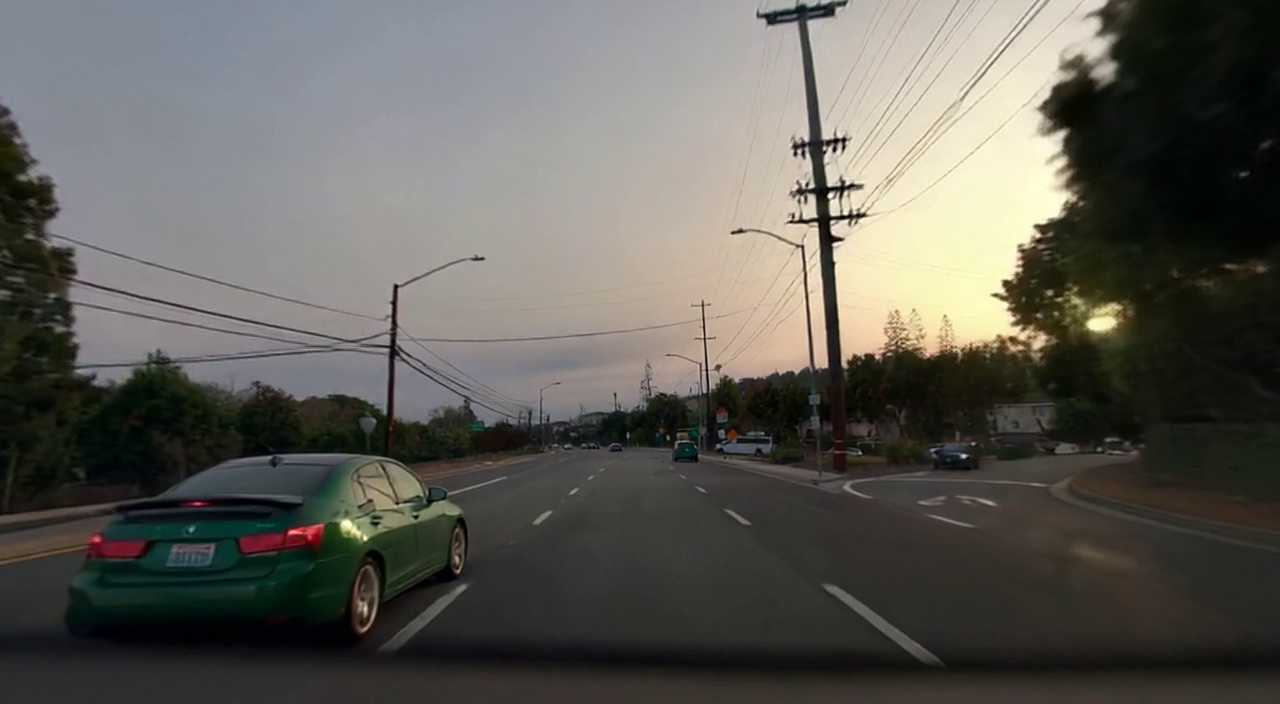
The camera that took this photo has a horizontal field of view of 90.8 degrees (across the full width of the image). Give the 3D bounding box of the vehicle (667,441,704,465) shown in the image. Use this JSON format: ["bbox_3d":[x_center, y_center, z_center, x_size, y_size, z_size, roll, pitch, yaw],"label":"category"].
[{"bbox_3d":[2.990,6.789,42.538,2.015,1.467,4.117,0,-8,-2],"label":"vehicle"}]
